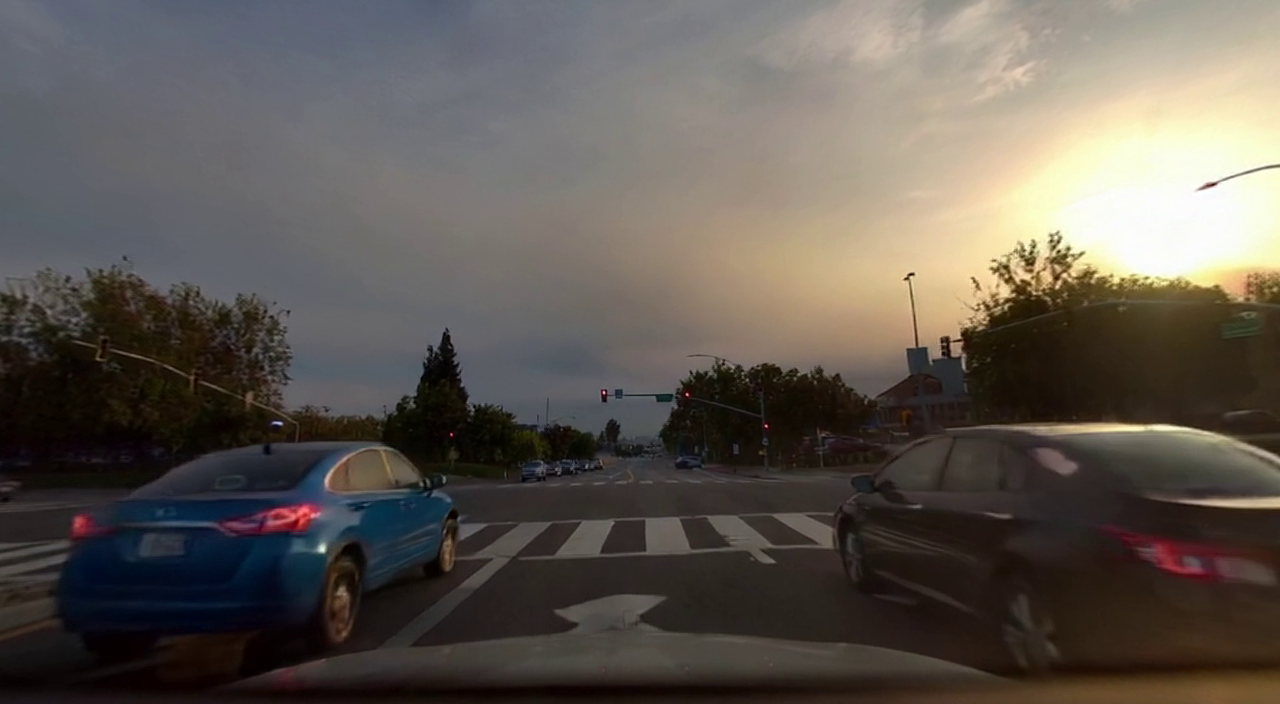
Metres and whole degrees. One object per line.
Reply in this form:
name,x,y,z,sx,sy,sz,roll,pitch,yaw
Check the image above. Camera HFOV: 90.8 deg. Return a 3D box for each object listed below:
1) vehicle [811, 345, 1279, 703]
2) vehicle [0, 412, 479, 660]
vehicle,2.883,1.134,4.368,2.099,1.671,4.491,0,-9,0
vehicle,-3.021,1.423,5.856,1.969,1.513,3.773,0,-9,1
